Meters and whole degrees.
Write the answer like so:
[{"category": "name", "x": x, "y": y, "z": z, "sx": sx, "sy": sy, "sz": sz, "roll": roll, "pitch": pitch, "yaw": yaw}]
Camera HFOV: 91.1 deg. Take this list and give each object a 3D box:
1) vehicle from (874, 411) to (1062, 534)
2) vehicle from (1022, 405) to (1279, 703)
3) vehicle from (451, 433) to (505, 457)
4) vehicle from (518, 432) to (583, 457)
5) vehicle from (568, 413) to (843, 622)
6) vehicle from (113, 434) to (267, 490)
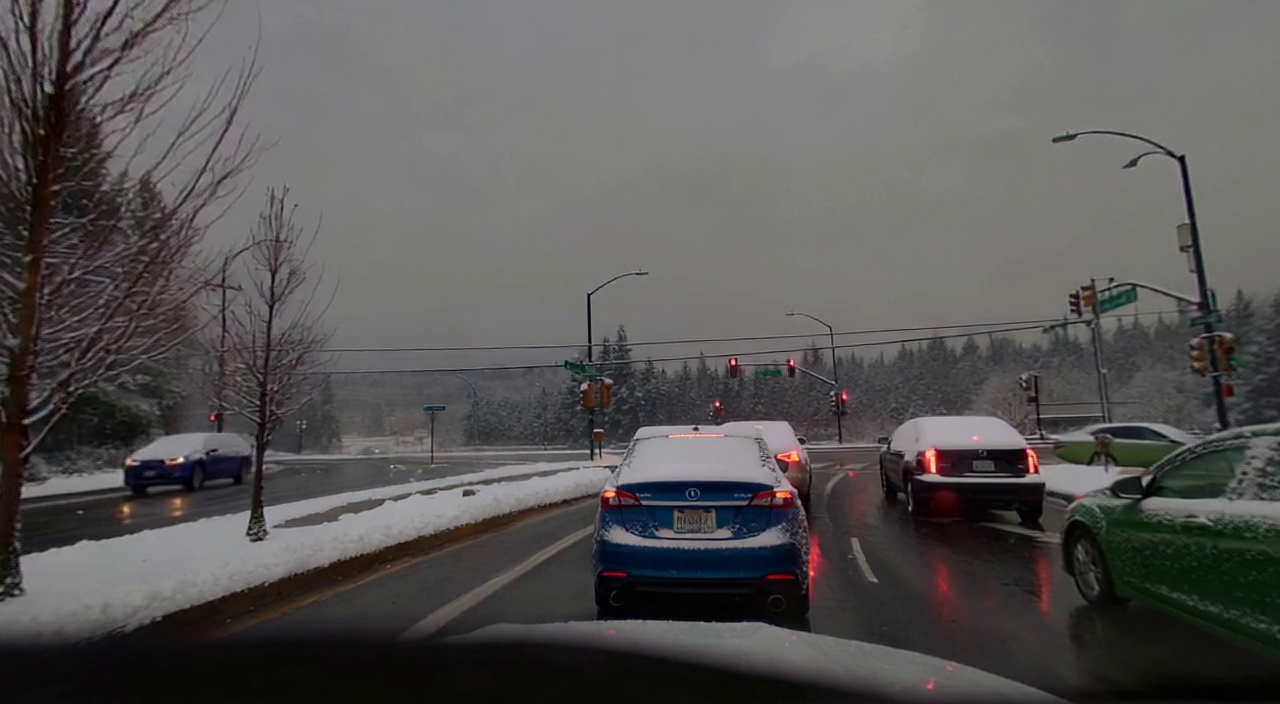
[{"category": "vehicle", "x": 5.529, "y": 2.046, "z": 11.292, "sx": 2.102, "sy": 1.717, "sz": 4.373, "roll": -2, "pitch": -9, "yaw": 16}, {"category": "vehicle", "x": 4.238, "y": 1.060, "z": 3.369, "sx": 1.954, "sy": 1.508, "sz": 4.441, "roll": -1, "pitch": -8, "yaw": 6}, {"category": "vehicle", "x": -12.479, "y": 7.121, "z": 48.192, "sx": 1.972, "sy": 1.705, "sz": 4.457, "roll": 8, "pitch": -11, "yaw": -44}, {"category": "vehicle", "x": -5.973, "y": 6.110, "z": 41.543, "sx": 1.932, "sy": 1.573, "sz": 4.509, "roll": 8, "pitch": -11, "yaw": -44}, {"category": "vehicle", "x": 0.851, "y": 1.498, "z": 6.695, "sx": 2.052, "sy": 1.483, "sz": 3.928, "roll": -2, "pitch": -8, "yaw": 12}, {"category": "vehicle", "x": -13.287, "y": 3.246, "z": 18.982, "sx": 1.976, "sy": 1.458, "sz": 4.645, "roll": 2, "pitch": -8, "yaw": -12}]
